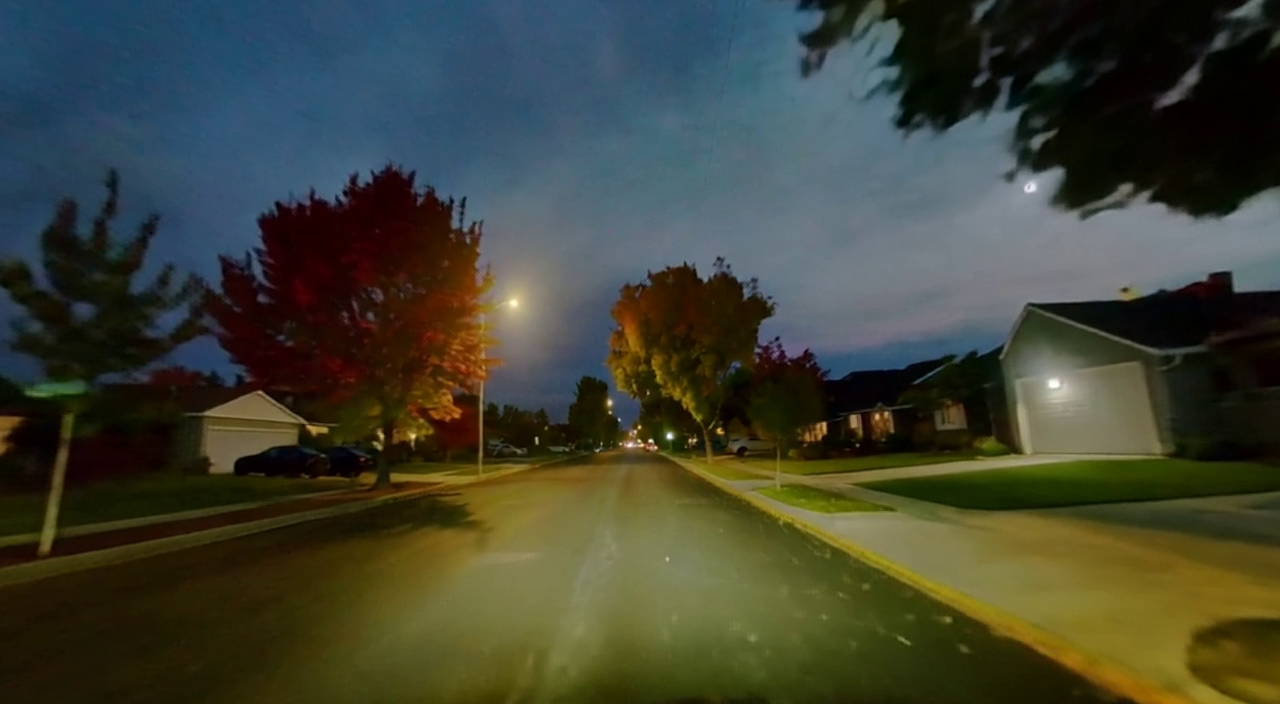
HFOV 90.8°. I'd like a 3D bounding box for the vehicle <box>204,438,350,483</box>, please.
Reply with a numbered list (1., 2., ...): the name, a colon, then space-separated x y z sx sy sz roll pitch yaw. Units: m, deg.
1. vehicle: -15.188 4.549 26.676 4.830 1.725 2.116 0 -8 2
